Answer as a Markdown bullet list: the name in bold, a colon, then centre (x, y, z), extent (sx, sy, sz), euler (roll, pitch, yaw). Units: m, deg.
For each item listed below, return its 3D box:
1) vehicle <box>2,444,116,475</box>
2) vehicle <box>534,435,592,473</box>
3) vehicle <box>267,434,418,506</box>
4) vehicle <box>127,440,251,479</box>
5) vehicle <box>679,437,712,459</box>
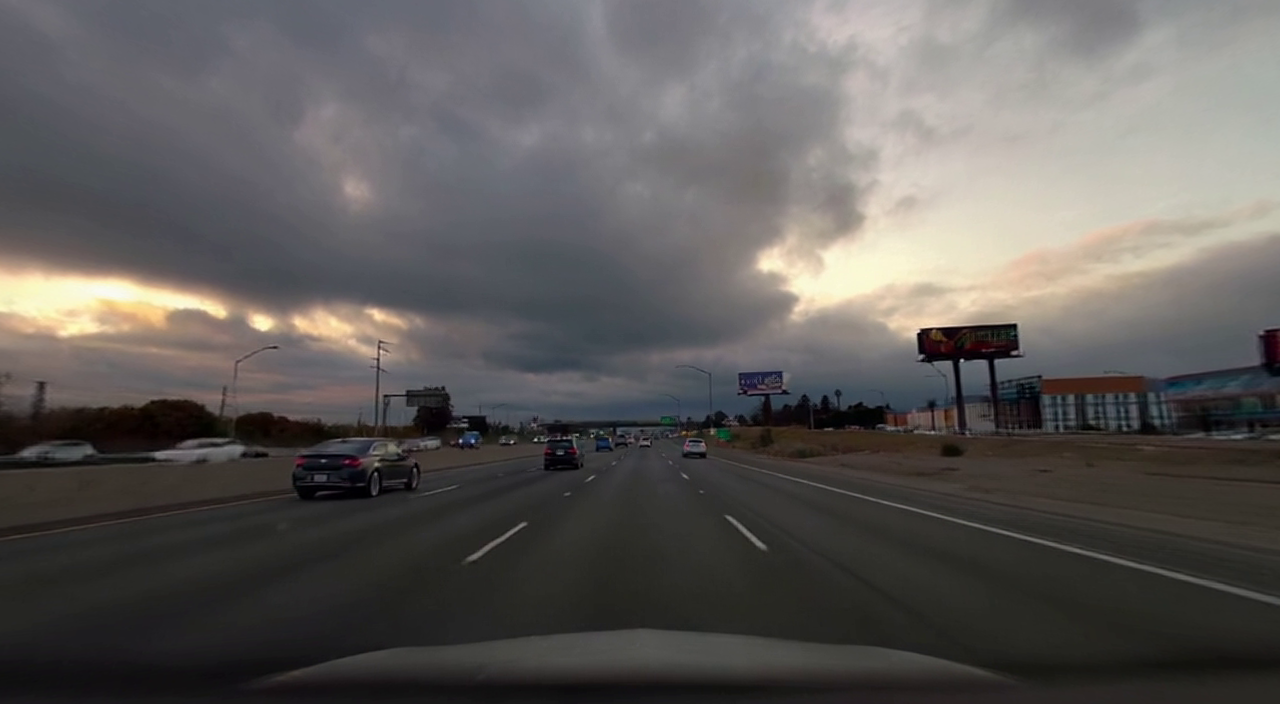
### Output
- **vehicle**: centre (-31.082, 5.738, 33.886), extent (1.876, 1.532, 4.388), euler (0, -9, 1)
- **vehicle**: centre (-3.384, 4.580, 28.418), extent (2.001, 1.577, 4.055), euler (0, -9, 1)
- **vehicle**: centre (-7.098, 2.842, 15.478), extent (1.865, 1.518, 3.620), euler (0, -9, 1)
- **vehicle**: centre (-19.662, 4.684, 27.751), extent (1.906, 1.534, 4.695), euler (0, -9, 1)
- **vehicle**: centre (4.198, 7.401, 48.446), extent (2.135, 1.532, 4.506), euler (0, -9, 0)
